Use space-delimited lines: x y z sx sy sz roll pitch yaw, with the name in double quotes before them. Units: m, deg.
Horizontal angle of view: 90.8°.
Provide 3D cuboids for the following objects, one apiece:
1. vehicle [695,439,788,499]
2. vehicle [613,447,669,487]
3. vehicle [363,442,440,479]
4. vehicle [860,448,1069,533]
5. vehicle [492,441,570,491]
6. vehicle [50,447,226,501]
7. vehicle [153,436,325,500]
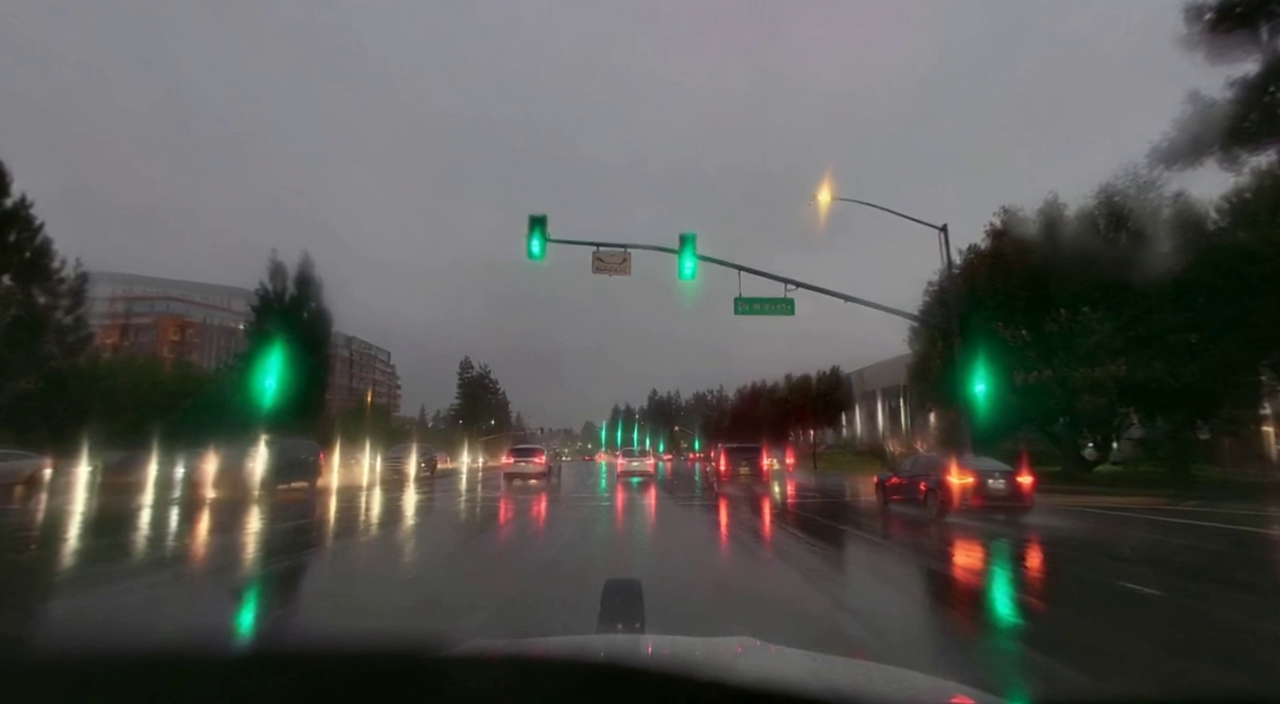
"vehicle" 3.117 3.692 20.387 2.161 1.716 4.194 0 -8 -2
"vehicle" -0.004 4.690 26.243 2.155 1.486 4.403 0 -8 -1
"vehicle" -12.762 5.799 34.179 2.259 1.804 4.990 0 -8 -1
"vehicle" 6.349 2.718 13.061 1.945 1.408 4.288 0 -8 -2
"vehicle" -3.930 4.174 23.565 2.172 1.671 4.175 0 -8 0
"vehicle" -15.998 3.880 20.531 2.071 1.473 4.444 -2 -9 0
"vehicle" -12.451 3.606 20.137 2.208 1.773 4.900 0 -8 0
